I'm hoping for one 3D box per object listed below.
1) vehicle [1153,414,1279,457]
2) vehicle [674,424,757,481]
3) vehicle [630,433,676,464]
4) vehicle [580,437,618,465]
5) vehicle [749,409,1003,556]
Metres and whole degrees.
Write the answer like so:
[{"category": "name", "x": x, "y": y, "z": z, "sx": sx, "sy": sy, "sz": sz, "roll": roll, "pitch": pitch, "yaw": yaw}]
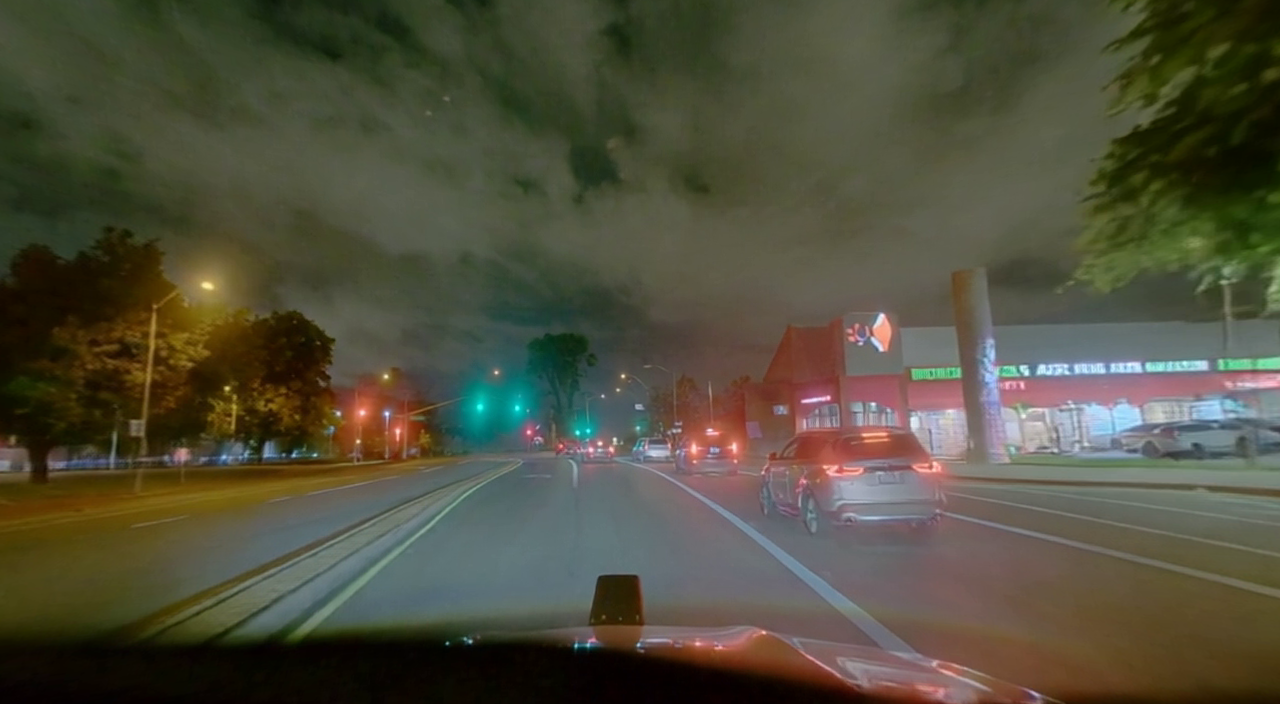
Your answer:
[{"category": "vehicle", "x": 28.527, "y": 4.061, "z": 30.713, "sx": 5.103, "sy": 1.947, "sz": 2.207, "roll": -1, "pitch": -8, "yaw": 1}, {"category": "vehicle", "x": 2.497, "y": 3.476, "z": 22.106, "sx": 2.046, "sy": 1.768, "sz": 4.370, "roll": 0, "pitch": -8, "yaw": -4}, {"category": "vehicle", "x": 0.707, "y": 5.880, "z": 38.801, "sx": 2.216, "sy": 1.750, "sz": 4.520, "roll": -1, "pitch": -7, "yaw": -7}, {"category": "vehicle", "x": -2.449, "y": 5.752, "z": 36.852, "sx": 2.068, "sy": 1.512, "sz": 3.987, "roll": 1, "pitch": -9, "yaw": -6}, {"category": "vehicle", "x": 3.044, "y": 1.746, "z": 9.223, "sx": 1.966, "sy": 1.596, "sz": 3.980, "roll": -1, "pitch": -8, "yaw": -3}]
